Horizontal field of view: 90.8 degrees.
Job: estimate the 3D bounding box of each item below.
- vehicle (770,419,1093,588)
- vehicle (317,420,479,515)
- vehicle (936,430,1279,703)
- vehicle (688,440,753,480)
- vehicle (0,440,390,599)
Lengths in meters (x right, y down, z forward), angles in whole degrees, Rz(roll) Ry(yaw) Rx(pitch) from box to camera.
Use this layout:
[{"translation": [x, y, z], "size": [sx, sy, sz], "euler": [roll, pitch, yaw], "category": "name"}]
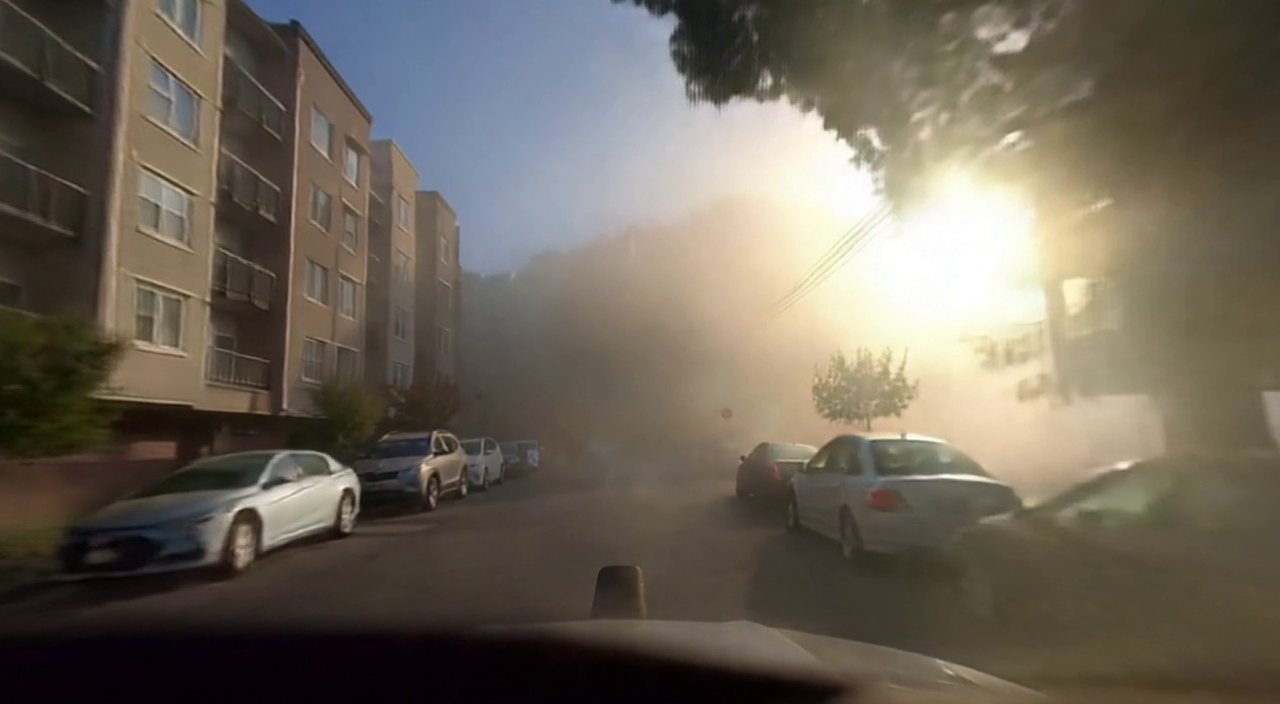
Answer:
[{"translation": [3.202, 1.731, 8.135], "size": [2.099, 1.585, 4.208], "euler": [0, -8, -1], "category": "vehicle"}, {"translation": [-5.584, 2.705, 15.394], "size": [2.216, 1.953, 4.553], "euler": [0, -8, -2], "category": "vehicle"}, {"translation": [3.364, 1.111, 3.063], "size": [1.835, 1.420, 4.186], "euler": [0, -8, 0], "category": "vehicle"}, {"translation": [3.201, 4.370, 25.966], "size": [1.919, 1.490, 4.339], "euler": [1, -8, -2], "category": "vehicle"}, {"translation": [-5.403, 1.955, 8.580], "size": [2.119, 1.500, 4.953], "euler": [0, -8, -2], "category": "vehicle"}]
